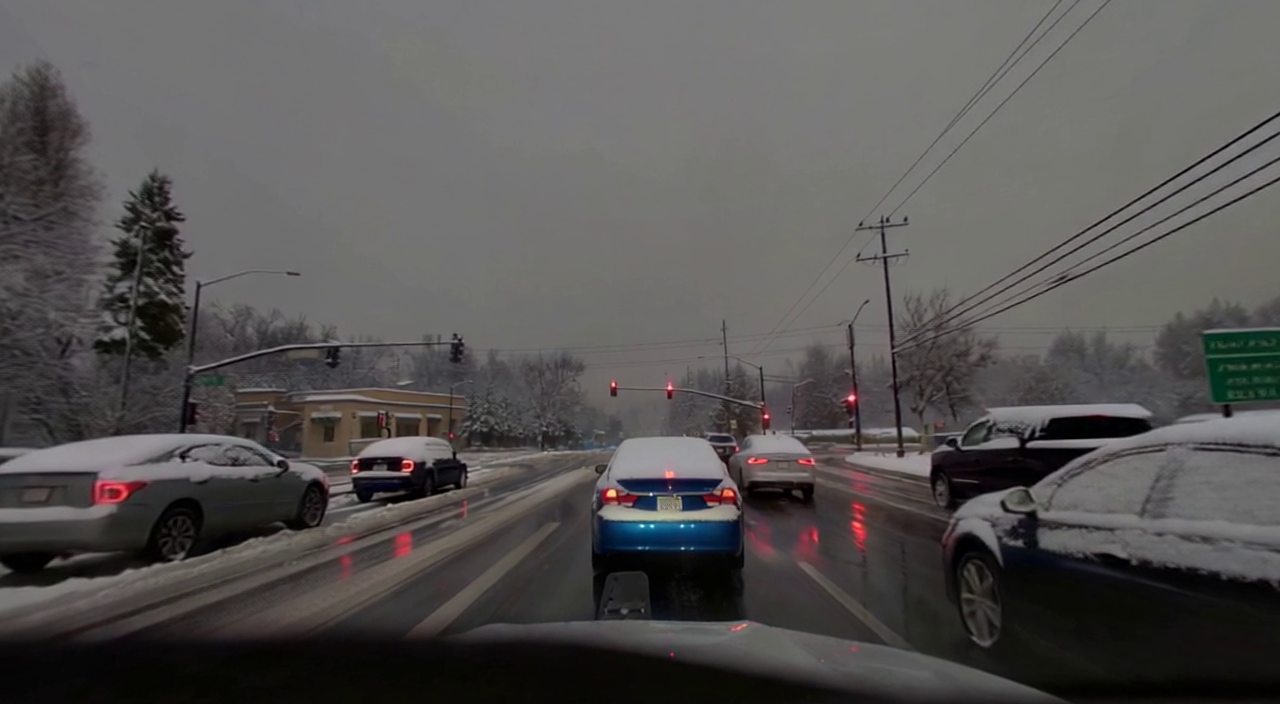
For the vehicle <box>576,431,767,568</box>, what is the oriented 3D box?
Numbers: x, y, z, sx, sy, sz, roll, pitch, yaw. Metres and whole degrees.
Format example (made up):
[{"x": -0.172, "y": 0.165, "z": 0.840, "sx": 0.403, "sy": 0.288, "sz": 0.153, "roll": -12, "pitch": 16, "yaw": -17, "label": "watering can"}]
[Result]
[{"x": 0.328, "y": 1.928, "z": 9.050, "sx": 2.109, "sy": 1.483, "sz": 3.964, "roll": 0, "pitch": -8, "yaw": -1, "label": "vehicle"}]

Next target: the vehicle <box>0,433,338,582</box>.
[{"x": -6.406, "y": 1.934, "z": 8.840, "sx": 1.955, "sy": 1.497, "sz": 4.639, "roll": -1, "pitch": -8, "yaw": 1, "label": "vehicle"}]

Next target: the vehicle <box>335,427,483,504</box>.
[{"x": -6.238, "y": 3.108, "z": 17.857, "sx": 2.070, "sy": 1.824, "sz": 5.196, "roll": -1, "pitch": -8, "yaw": 2, "label": "vehicle"}]

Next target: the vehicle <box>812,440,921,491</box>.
[{"x": 7.277, "y": 3.670, "z": 20.811, "sx": 1.867, "sy": 1.459, "sz": 4.436, "roll": 0, "pitch": -8, "yaw": -1, "label": "vehicle"}]

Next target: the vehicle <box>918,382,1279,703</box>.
[{"x": 3.114, "y": 0.961, "z": 2.815, "sx": 1.870, "sy": 1.523, "sz": 4.096, "roll": 0, "pitch": -8, "yaw": 0, "label": "vehicle"}]
